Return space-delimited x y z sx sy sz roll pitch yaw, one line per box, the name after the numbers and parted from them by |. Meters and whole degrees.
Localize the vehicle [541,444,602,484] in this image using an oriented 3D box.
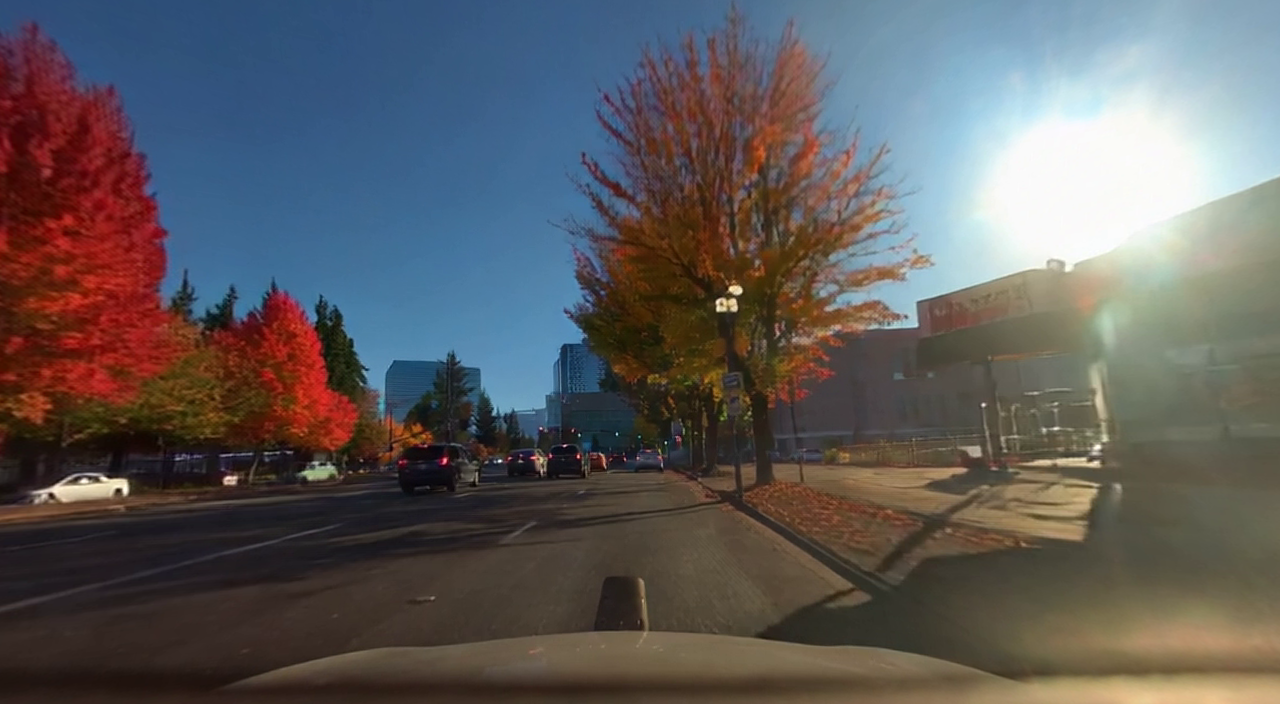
-3.046 5.125 28.970 2.165 1.663 4.513 0 -9 2 | vehicle

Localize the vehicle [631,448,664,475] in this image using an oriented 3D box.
0.464 7.353 42.434 2.144 1.704 4.028 1 -9 0 | vehicle

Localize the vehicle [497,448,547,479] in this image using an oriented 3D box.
-7.175 6.821 38.797 2.069 1.719 4.441 0 -9 2 | vehicle

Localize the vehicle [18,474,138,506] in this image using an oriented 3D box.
-33.967 8.323 38.272 2.096 1.699 4.912 -4 -10 18 | vehicle

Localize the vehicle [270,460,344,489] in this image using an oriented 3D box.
-19.812 7.290 37.696 1.826 1.493 4.383 0 -9 2 | vehicle

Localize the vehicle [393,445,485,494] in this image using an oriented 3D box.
-7.342 4.332 23.502 1.932 1.596 4.247 0 -9 2 | vehicle
